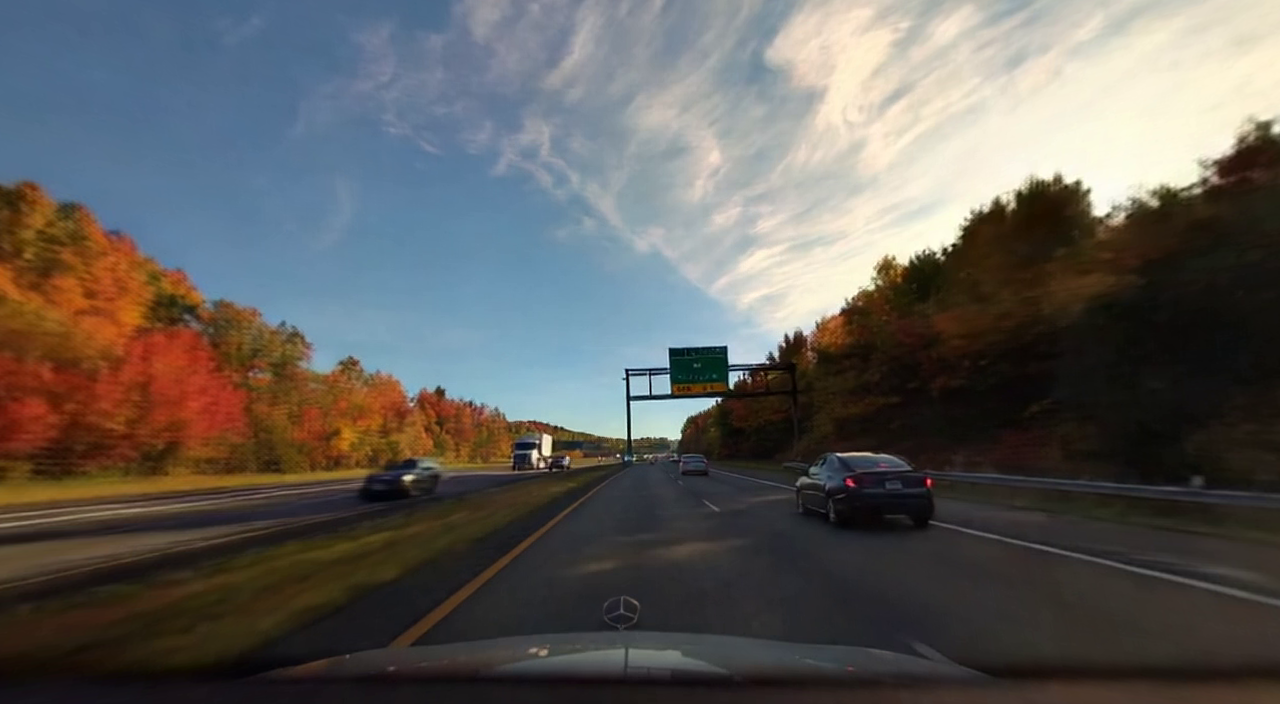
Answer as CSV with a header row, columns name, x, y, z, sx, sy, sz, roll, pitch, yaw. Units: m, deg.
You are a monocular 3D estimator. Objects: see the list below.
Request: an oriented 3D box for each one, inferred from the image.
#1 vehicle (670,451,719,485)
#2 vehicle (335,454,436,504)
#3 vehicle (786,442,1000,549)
name,x,y,z,sx,sy,sz,roll,pitch,yaw
vehicle,2.664,5.794,31.623,2.070,1.546,4.648,0,-9,1
vehicle,-8.879,4.433,22.249,1.888,1.527,3.957,0,-9,0
vehicle,4.271,2.471,11.496,2.119,1.557,4.163,0,-9,-1
